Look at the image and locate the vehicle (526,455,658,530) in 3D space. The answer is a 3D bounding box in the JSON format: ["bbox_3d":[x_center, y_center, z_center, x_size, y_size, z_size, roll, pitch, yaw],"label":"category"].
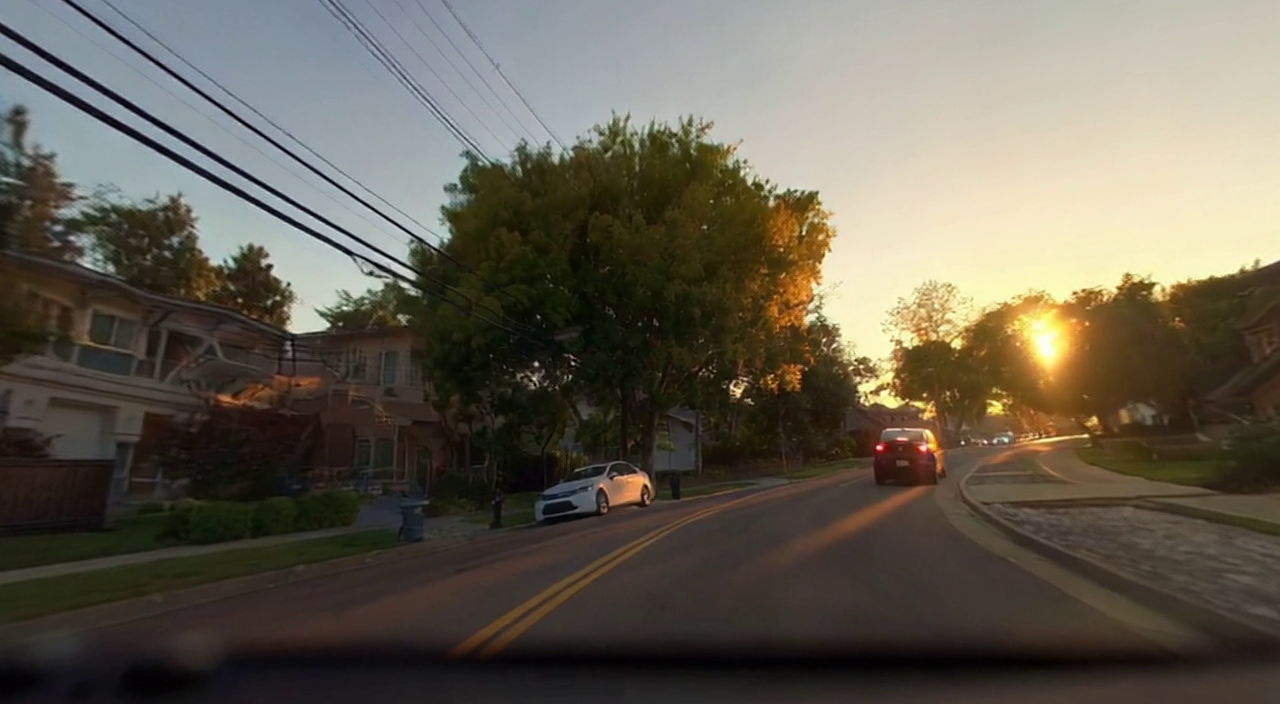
[{"bbox_3d":[-1.339,4.254,19.769,2.039,1.949,4.511,-5,-10,27],"label":"vehicle"}]

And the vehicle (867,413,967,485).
[{"bbox_3d":[8.881,3.065,20.026,2.086,1.974,4.890,-6,-10,31],"label":"vehicle"}]
